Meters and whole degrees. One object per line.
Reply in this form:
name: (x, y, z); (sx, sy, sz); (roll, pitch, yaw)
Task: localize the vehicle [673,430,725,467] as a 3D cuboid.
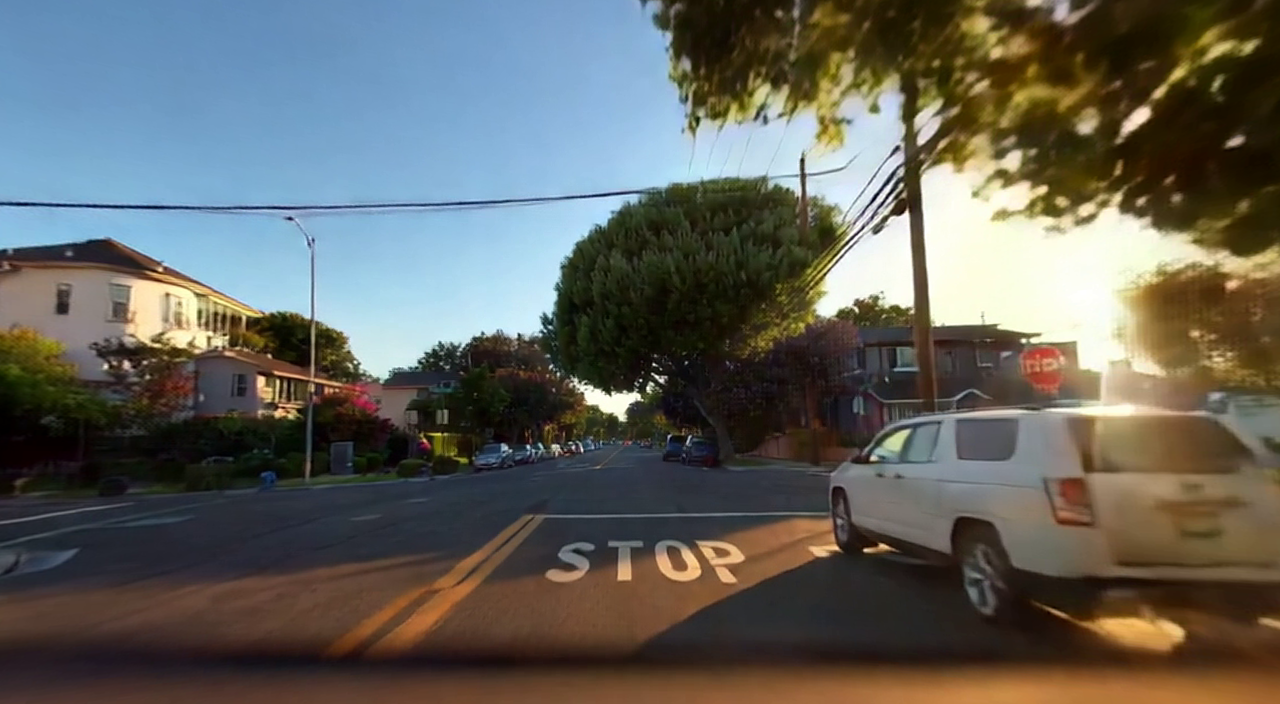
vehicle: (2.944, 4.940, 32.448); (2.114, 1.708, 4.474); (0, -8, -1)

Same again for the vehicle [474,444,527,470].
vehicle: (-7.366, 5.556, 33.627); (1.926, 1.307, 3.909); (0, -8, 0)

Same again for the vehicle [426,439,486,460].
vehicle: (-13.602, 7.225, 46.889); (3.905, 1.480, 1.892); (0, -8, -1)

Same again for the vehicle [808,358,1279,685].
vehicle: (3.164, 1.197, 5.577); (2.035, 1.708, 4.355); (0, -8, -2)
